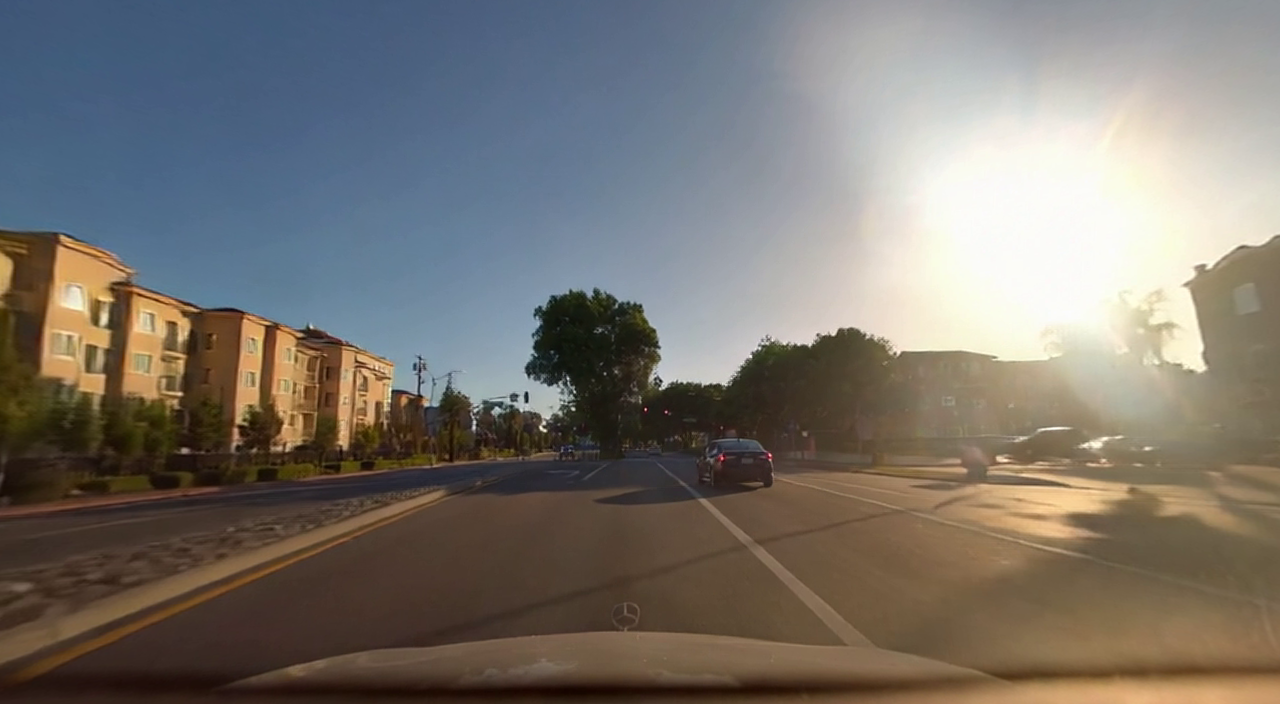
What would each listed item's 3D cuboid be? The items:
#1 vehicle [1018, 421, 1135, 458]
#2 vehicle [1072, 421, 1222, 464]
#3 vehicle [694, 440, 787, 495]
[{"bbox_3d":[22.314,4.526,32.469,4.383,1.815,2.061,-1,-9,2],"label":"vehicle"},{"bbox_3d":[22.290,3.997,27.908,4.781,1.600,1.986,-3,-8,1],"label":"vehicle"},{"bbox_3d":[2.862,3.387,18.965,1.964,1.448,4.295,0,-9,-2],"label":"vehicle"}]
